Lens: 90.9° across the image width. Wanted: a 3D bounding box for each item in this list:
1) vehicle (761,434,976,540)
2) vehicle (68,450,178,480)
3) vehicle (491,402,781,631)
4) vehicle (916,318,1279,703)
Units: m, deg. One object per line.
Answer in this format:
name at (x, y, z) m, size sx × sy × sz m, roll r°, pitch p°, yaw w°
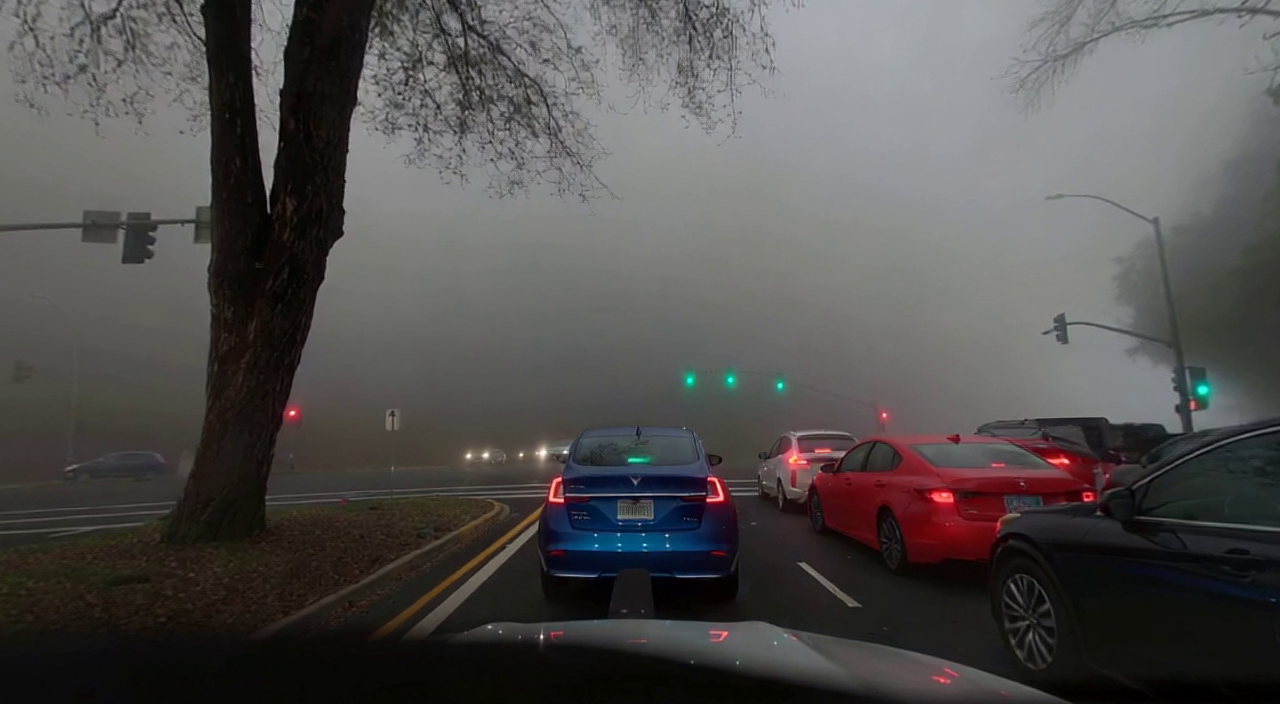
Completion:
vehicle at (3.693, 2.263, 11.296) m, size 2.054 × 1.482 × 4.654 m, roll 0°, pitch -9°, yaw -1°
vehicle at (-36.512, 7.976, 44.838) m, size 5.783 × 1.933 × 2.174 m, roll 6°, pitch -11°, yaw -35°
vehicle at (-0.042, 1.475, 6.507) m, size 2.074 × 1.631 × 3.793 m, roll 0°, pitch -9°, yaw 0°
vehicle at (3.667, 0.919, 3.449) m, size 2.162 × 1.829 × 4.519 m, roll 0°, pitch -9°, yaw -1°
